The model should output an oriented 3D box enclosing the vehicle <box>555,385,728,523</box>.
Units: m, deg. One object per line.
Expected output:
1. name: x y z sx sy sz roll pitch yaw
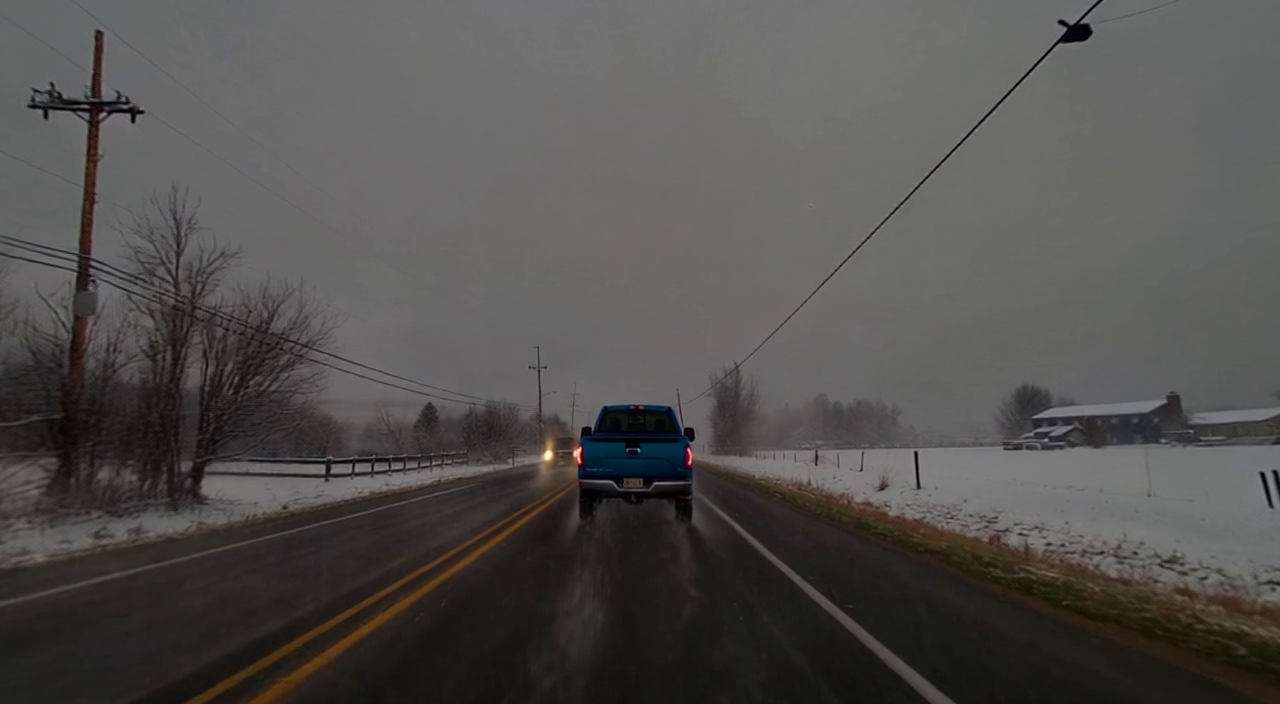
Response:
1. vehicle: -0.039 2.256 14.382 2.912 2.320 7.292 0 -8 -1
